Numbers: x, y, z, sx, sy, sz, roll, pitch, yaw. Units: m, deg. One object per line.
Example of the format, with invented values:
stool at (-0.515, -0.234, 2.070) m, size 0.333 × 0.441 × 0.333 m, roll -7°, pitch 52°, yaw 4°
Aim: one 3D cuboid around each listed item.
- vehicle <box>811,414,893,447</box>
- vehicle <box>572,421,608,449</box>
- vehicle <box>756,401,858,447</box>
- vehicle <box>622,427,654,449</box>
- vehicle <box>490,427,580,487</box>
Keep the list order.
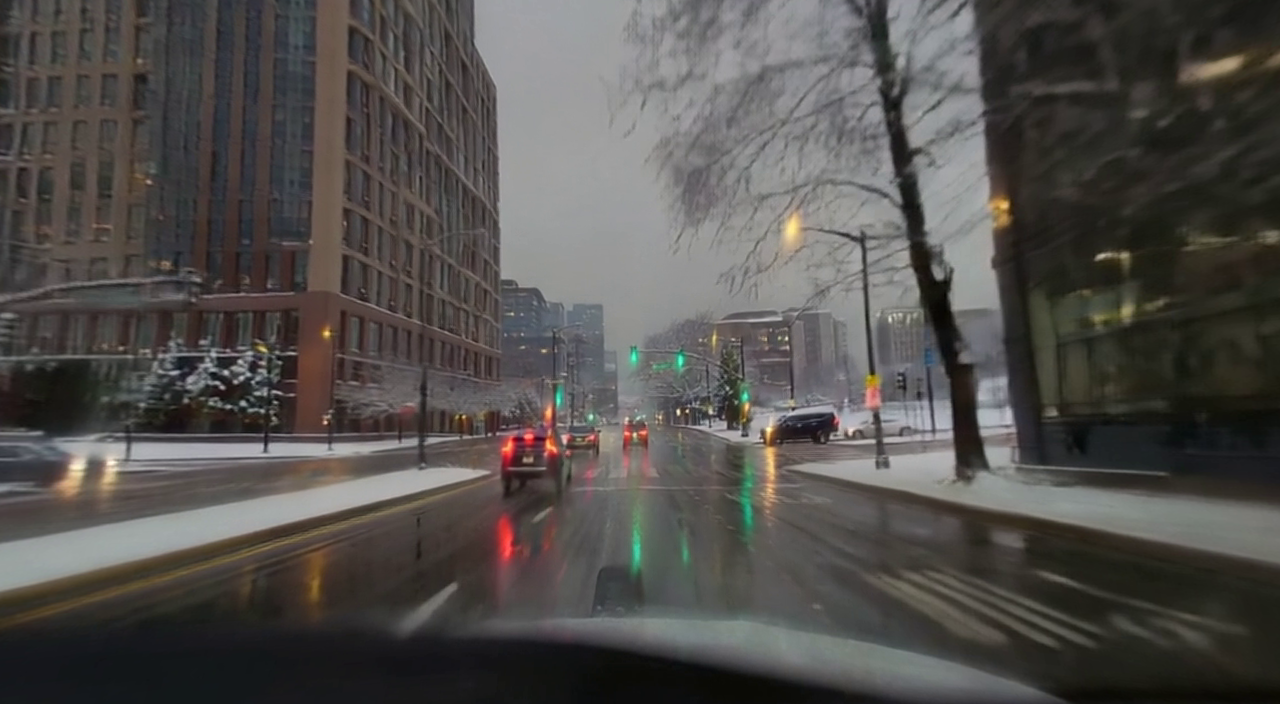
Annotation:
vehicle at (13.158, 4.877, 39.427) m, size 4.328 × 1.742 × 1.942 m, roll -3°, pitch -5°, yaw -1°
vehicle at (-3.424, 5.849, 44.279) m, size 2.152 × 1.802 × 4.628 m, roll 0°, pitch -8°, yaw 0°
vehicle at (11.766, 5.109, 44.808) m, size 6.233 × 2.668 × 2.627 m, roll -4°, pitch -8°, yaw -3°
vehicle at (-0.170, 6.032, 44.252) m, size 2.095 × 1.438 × 3.843 m, roll 0°, pitch -8°, yaw -1°
vehicle at (-3.287, 3.401, 20.738) m, size 2.116 × 1.725 × 4.315 m, roll 0°, pitch -8°, yaw 1°
